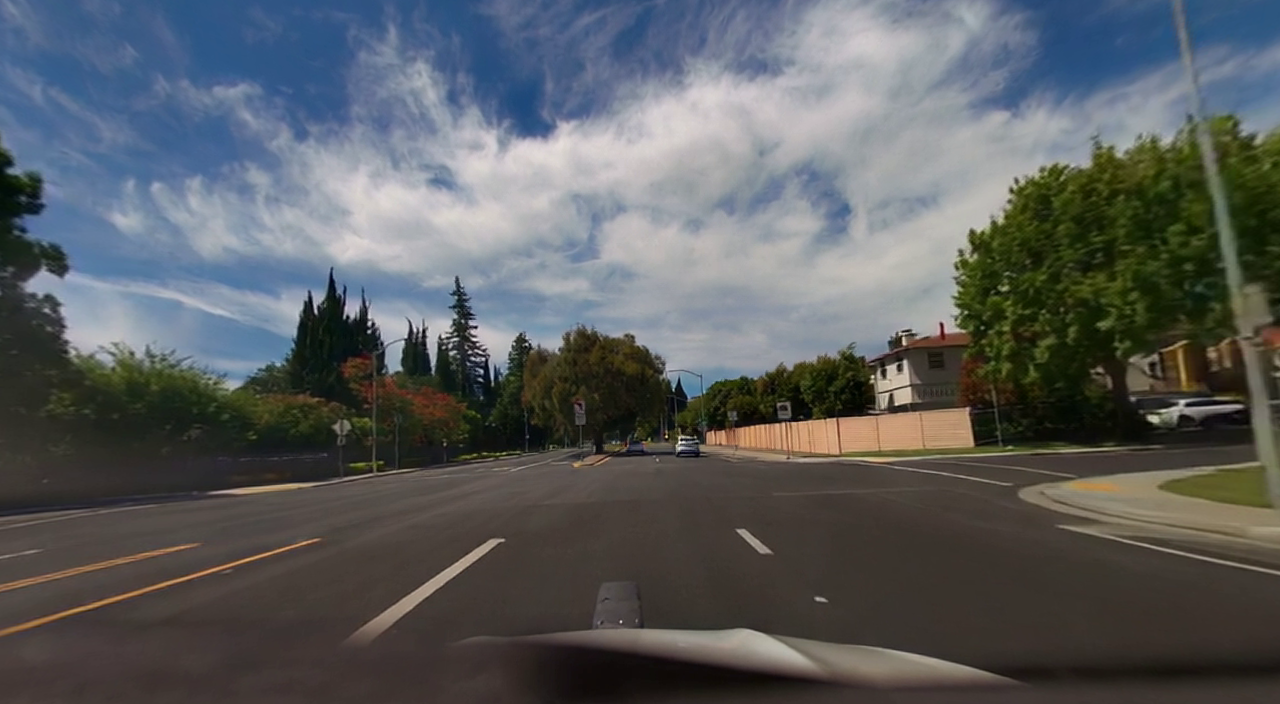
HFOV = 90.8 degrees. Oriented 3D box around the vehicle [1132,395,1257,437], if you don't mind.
[{"bbox_3d":[31.094,3.509,35.714,2.072,2.012,5.323,-5,-4,-1],"label":"vehicle"}]
